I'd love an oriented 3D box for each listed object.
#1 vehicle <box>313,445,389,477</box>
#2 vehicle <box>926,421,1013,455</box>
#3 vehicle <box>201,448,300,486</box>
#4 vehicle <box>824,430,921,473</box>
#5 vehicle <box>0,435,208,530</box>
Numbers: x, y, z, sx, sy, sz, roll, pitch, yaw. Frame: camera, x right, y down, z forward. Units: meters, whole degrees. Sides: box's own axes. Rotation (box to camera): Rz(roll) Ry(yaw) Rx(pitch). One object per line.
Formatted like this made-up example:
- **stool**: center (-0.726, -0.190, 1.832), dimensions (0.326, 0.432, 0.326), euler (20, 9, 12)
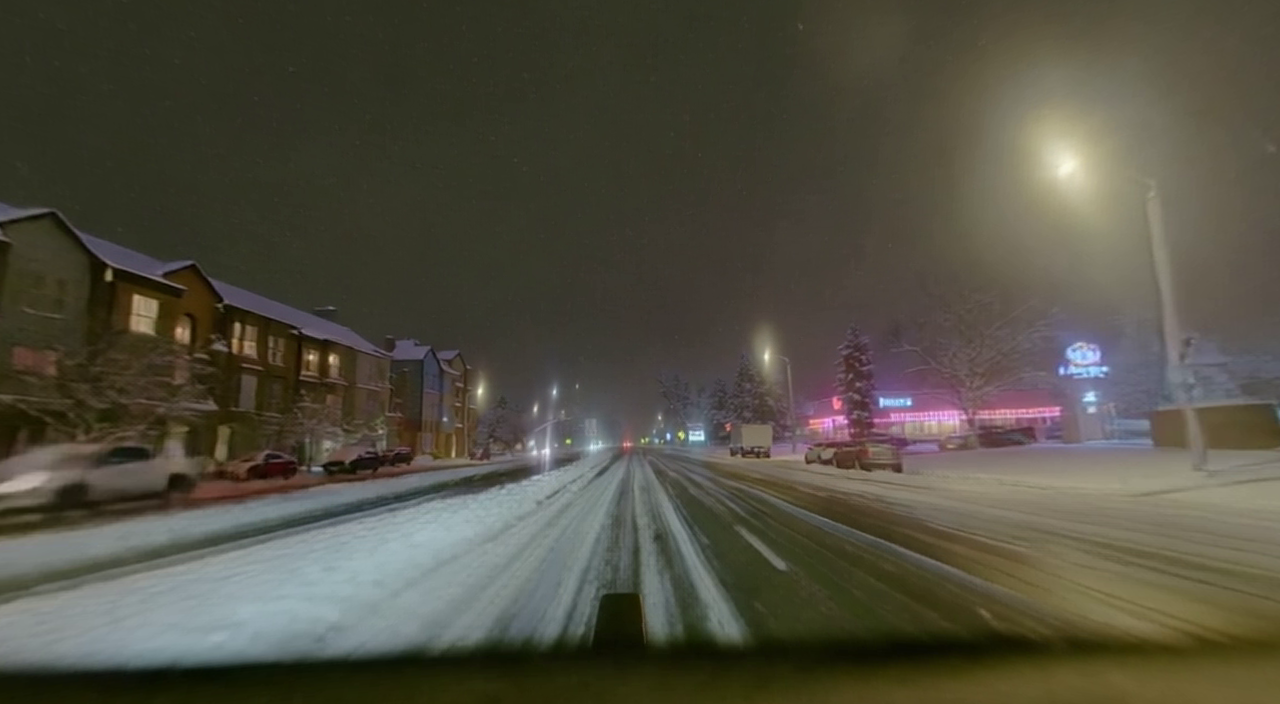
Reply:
- **vehicle**: center (-19.244, 7.226, 42.406), dimensions (2.247, 1.820, 5.907), euler (-4, -9, 1)
- **vehicle**: center (19.210, 5.090, 37.205), dimensions (2.067, 1.804, 5.183), euler (0, -8, -3)
- **vehicle**: center (-19.222, 5.667, 31.440), dimensions (2.167, 1.700, 4.406), euler (-1, -9, -2)
- **vehicle**: center (9.972, 4.298, 27.595), dimensions (2.183, 1.698, 5.010), euler (1, -8, -2)
- **vehicle**: center (-12.295, 2.758, 13.995), dimensions (2.262, 1.732, 4.501), euler (0, -8, -1)
